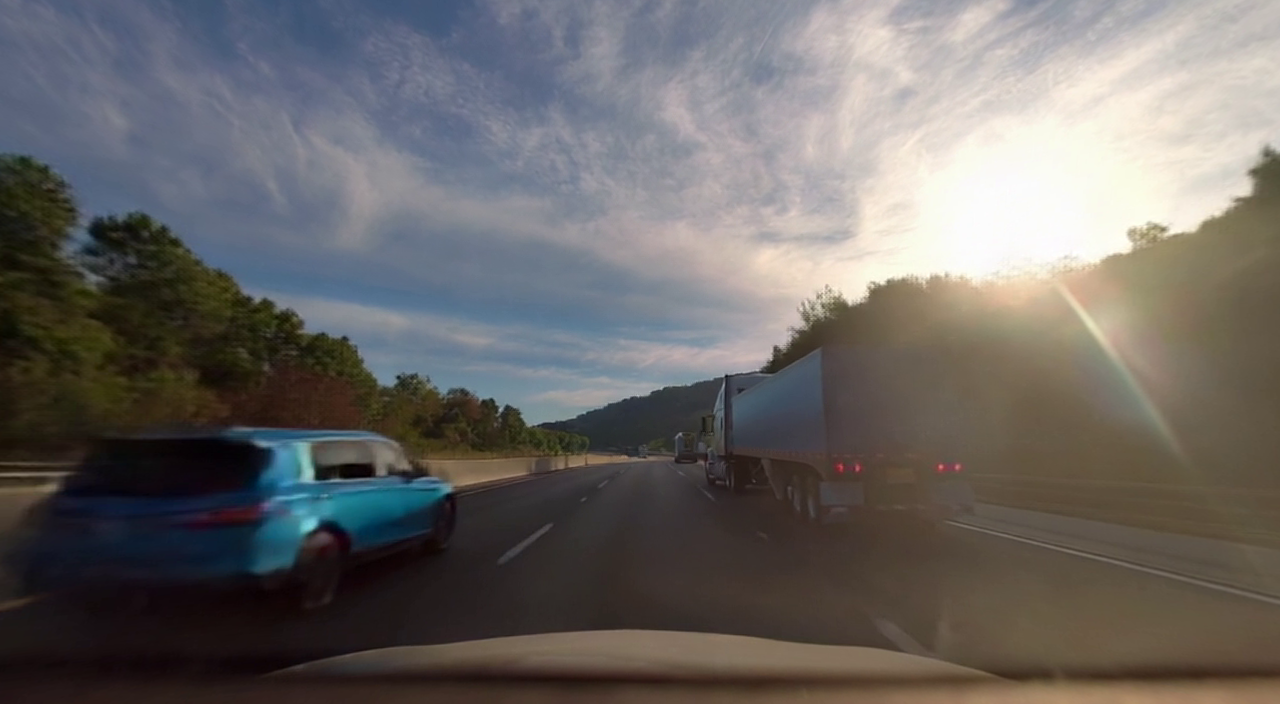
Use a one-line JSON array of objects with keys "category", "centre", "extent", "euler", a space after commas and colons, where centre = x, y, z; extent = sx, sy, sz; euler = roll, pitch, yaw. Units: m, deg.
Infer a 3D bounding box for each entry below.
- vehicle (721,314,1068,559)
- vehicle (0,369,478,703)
[{"category": "vehicle", "centre": [4.417, 2.247, 15.854], "extent": [2.868, 3.427, 14.032], "euler": [0, -9, 0]}, {"category": "vehicle", "centre": [-3.140, 1.270, 5.387], "extent": [2.297, 1.683, 4.385], "euler": [0, -9, 1]}]
